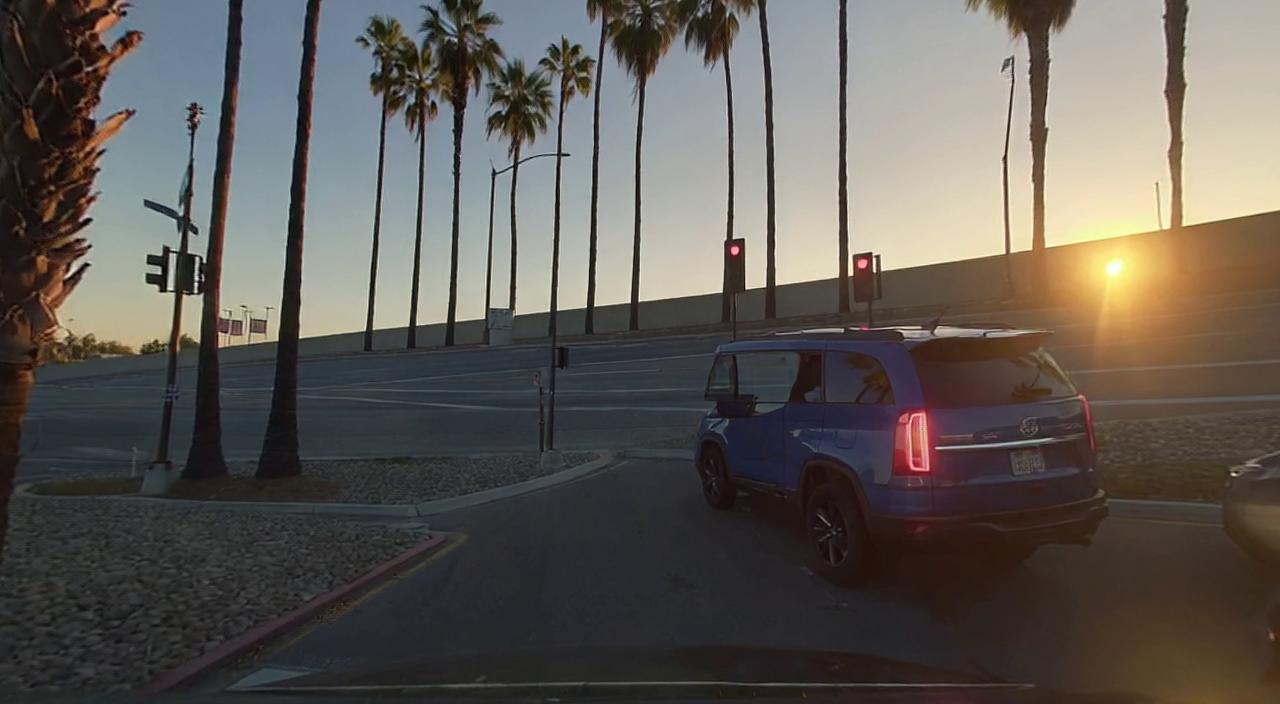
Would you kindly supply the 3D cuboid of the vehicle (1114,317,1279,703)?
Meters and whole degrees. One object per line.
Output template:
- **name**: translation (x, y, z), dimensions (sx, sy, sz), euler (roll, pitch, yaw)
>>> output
- **vehicle**: translation (3.463, 0.515, 0.786), dimensions (2.028, 1.770, 4.737), euler (0, -9, 0)

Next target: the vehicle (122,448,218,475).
- **vehicle**: translation (-26.550, 6.168, 35.756), dimensions (1.830, 1.443, 4.551), euler (0, -9, 2)

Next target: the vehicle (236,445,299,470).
- **vehicle**: translation (-26.263, 7.419, 44.558), dimensions (1.941, 1.631, 4.017), euler (0, -9, 0)
